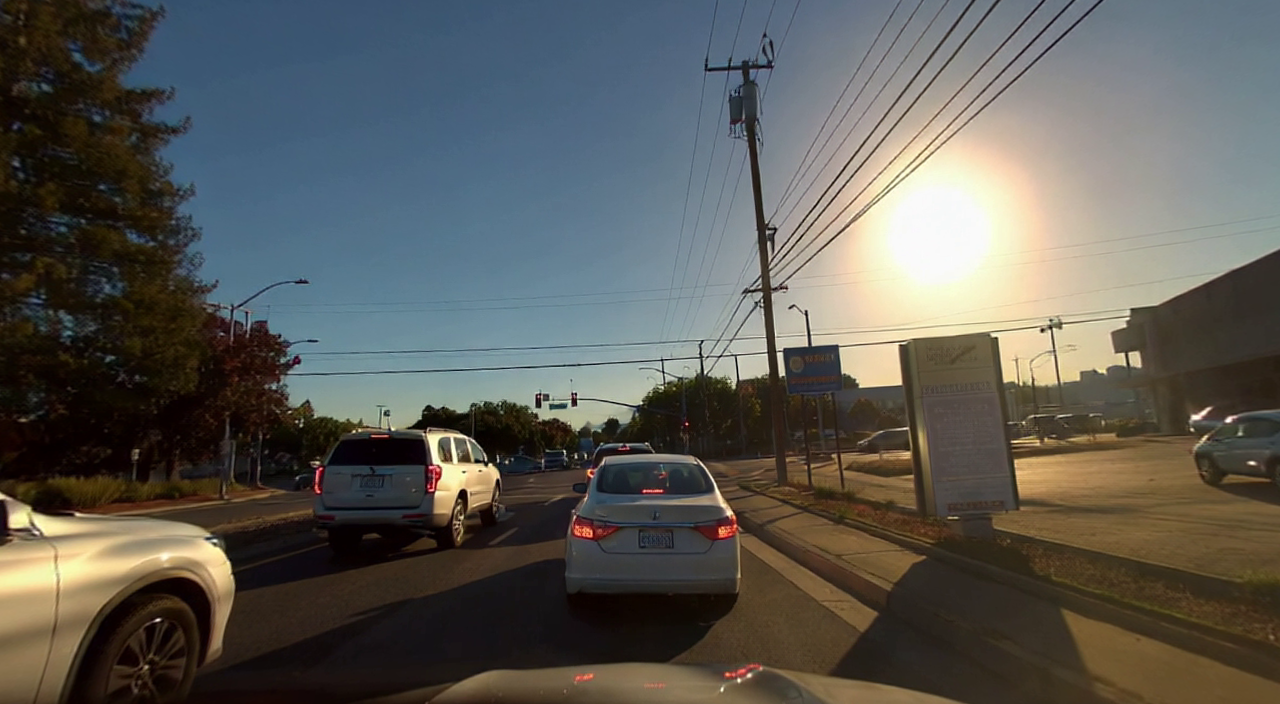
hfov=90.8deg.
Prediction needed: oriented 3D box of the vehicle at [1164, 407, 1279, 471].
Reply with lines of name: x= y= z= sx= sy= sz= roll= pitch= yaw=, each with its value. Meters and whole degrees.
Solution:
vehicle: x=17.029 y=2.541 z=18.286 sx=1.858 sy=1.622 sz=4.491 roll=-5 pitch=-10 yaw=28

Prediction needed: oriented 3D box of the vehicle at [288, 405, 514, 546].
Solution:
vehicle: x=-3.848 y=2.089 z=11.371 sx=2.147 sy=1.963 sz=4.927 roll=0 pitch=-8 yaw=0

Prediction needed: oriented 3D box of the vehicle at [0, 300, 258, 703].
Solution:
vehicle: x=-3.593 y=0.633 z=1.522 sx=2.085 sy=1.943 sz=5.053 roll=0 pitch=-8 yaw=1

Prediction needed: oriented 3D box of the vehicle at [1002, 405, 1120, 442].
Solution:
vehicle: x=26.850 y=4.636 z=40.502 sx=5.782 sy=2.286 sz=2.223 roll=-1 pitch=-9 yaw=4

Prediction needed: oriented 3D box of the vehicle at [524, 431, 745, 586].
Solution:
vehicle: x=-0.103 y=1.804 z=8.146 sx=2.121 sy=1.474 sz=3.968 roll=0 pitch=-8 yaw=-2
